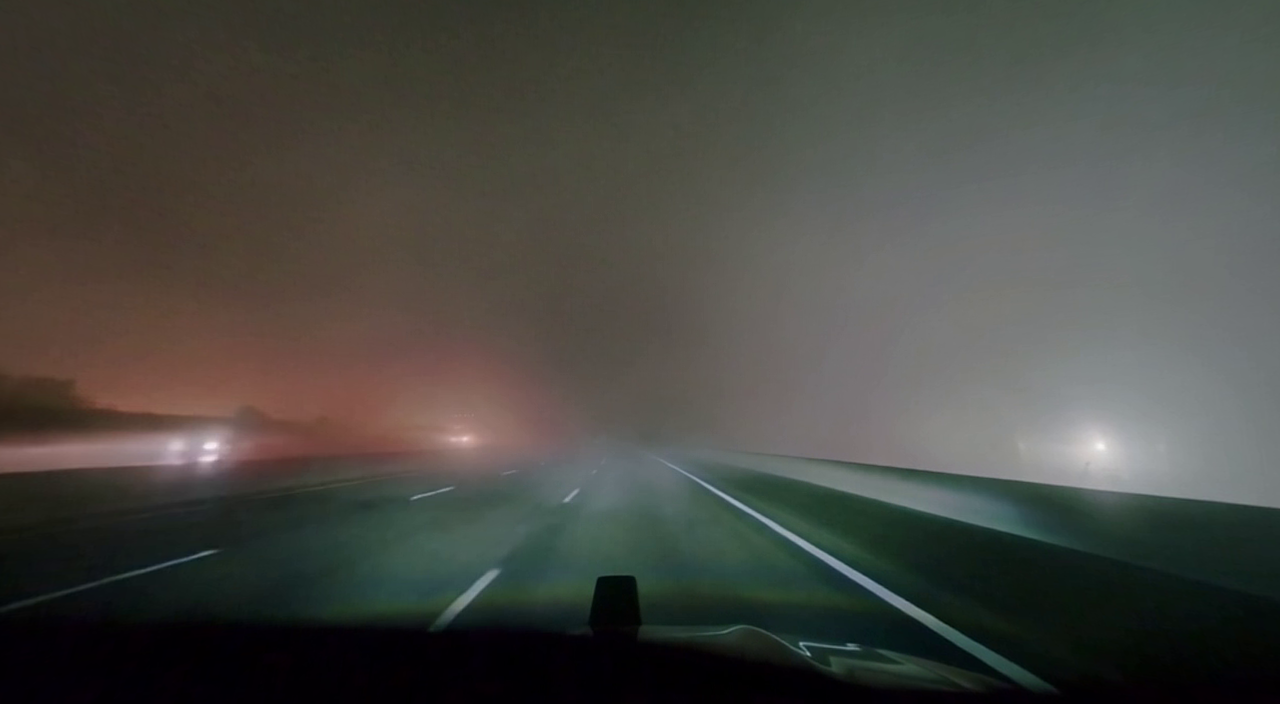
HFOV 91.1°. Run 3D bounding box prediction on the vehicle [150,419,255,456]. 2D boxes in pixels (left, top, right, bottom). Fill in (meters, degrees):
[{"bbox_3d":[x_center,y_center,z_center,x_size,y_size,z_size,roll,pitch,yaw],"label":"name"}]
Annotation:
[{"bbox_3d":[-20.150,3.996,29.162,1.884,1.559,4.143,0,-8,-1],"label":"vehicle"}]
